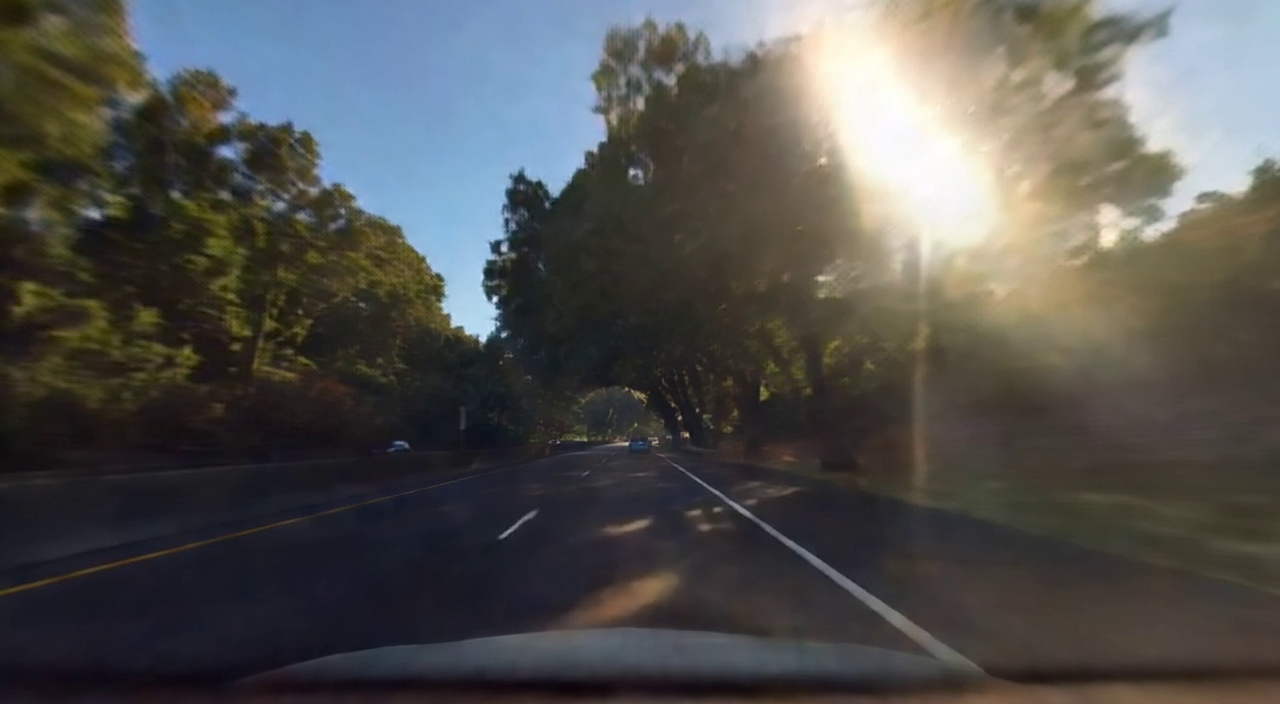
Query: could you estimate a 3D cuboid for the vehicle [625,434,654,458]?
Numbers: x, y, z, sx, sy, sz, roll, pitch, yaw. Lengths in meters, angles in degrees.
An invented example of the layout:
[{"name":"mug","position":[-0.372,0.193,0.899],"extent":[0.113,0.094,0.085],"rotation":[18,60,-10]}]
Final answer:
[{"name":"vehicle","position":[-0.081,6.852,46.252],"extent":[2.094,1.653,4.283],"rotation":[0,-8,-1]}]
